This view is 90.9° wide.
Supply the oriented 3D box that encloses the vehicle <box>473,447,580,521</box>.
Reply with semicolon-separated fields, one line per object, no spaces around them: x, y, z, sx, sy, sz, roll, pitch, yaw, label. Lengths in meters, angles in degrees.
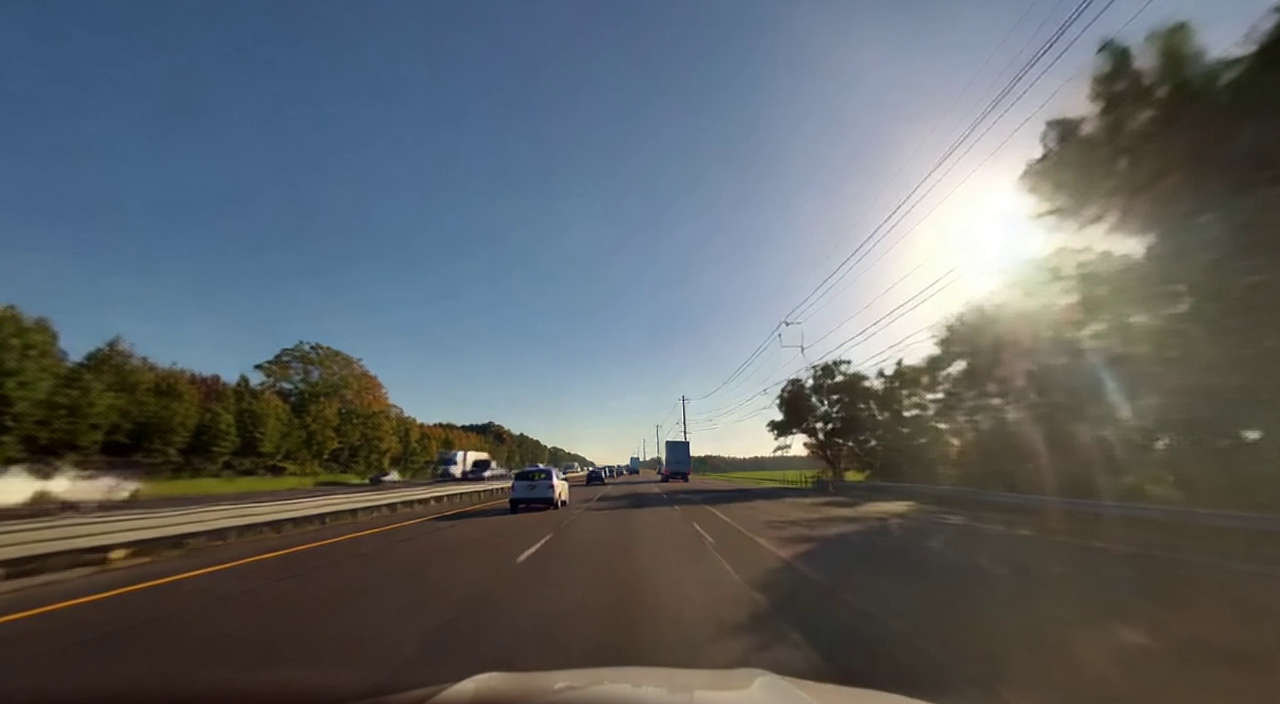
-2.915;3.569;17.337;2.065;1.722;4.441;1;-10;0;vehicle
